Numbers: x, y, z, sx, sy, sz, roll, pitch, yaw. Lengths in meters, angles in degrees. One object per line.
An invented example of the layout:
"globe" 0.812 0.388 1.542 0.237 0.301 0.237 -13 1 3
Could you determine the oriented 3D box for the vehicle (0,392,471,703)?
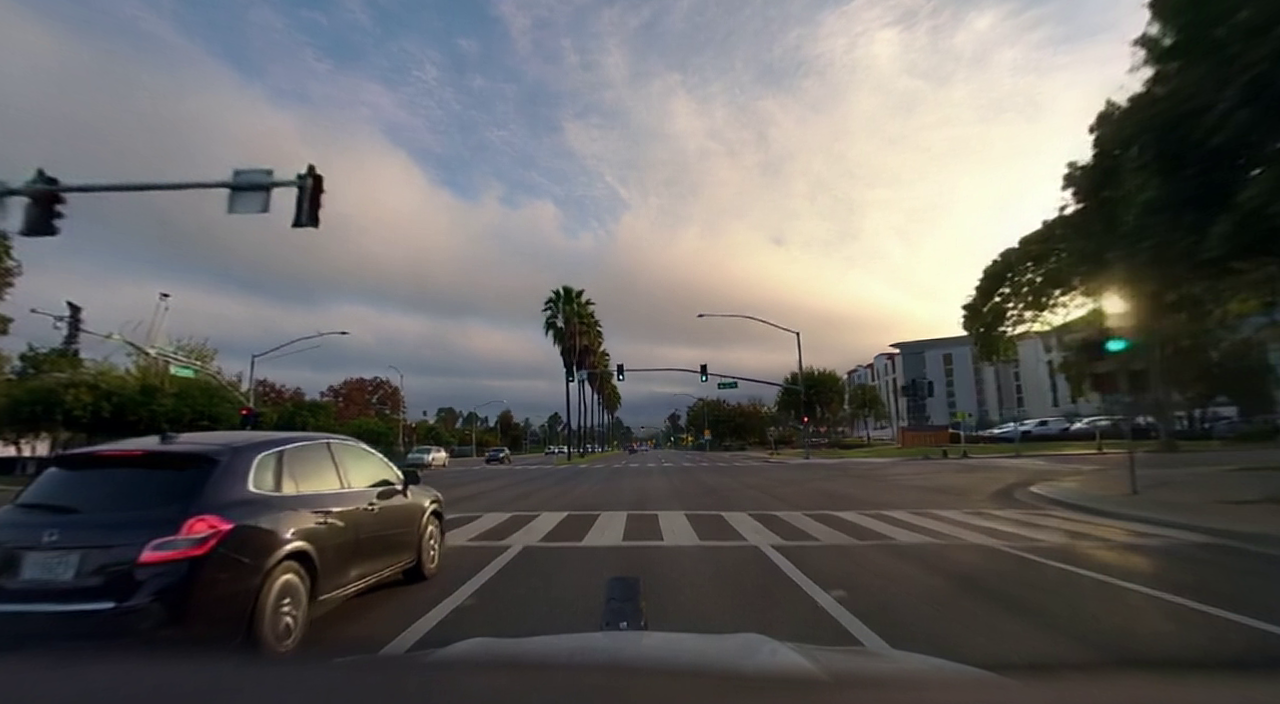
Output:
"vehicle" -3.081 1.278 4.825 2.162 1.549 4.795 0 -8 1
